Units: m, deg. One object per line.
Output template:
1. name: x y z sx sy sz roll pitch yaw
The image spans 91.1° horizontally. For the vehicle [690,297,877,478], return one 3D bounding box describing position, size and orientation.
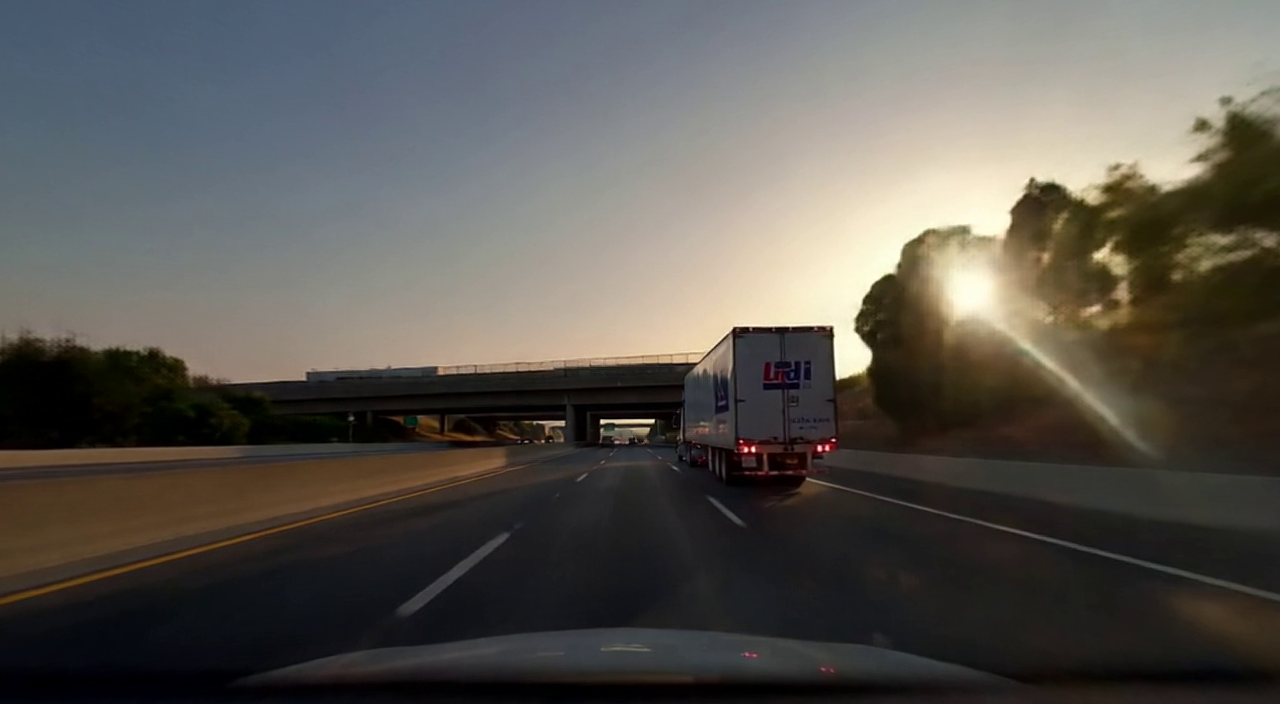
1. vehicle: 3.859 1.777 21.854 3.034 4.194 14.704 0 -8 0
